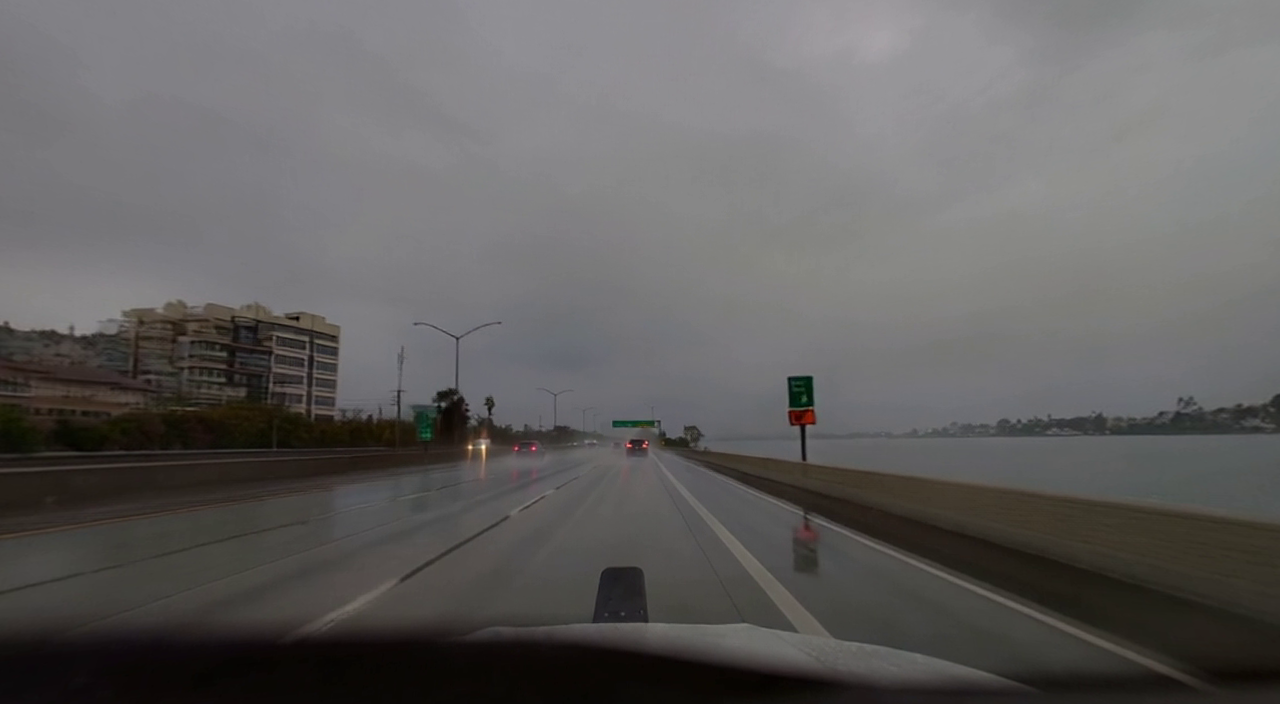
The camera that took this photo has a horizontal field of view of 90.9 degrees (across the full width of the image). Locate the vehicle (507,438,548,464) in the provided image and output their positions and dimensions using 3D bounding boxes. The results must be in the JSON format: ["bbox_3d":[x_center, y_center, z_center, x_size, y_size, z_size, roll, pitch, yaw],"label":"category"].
[{"bbox_3d":[-7.488,6.606,42.194,1.946,1.590,4.042,0,-8,1],"label":"vehicle"}]
